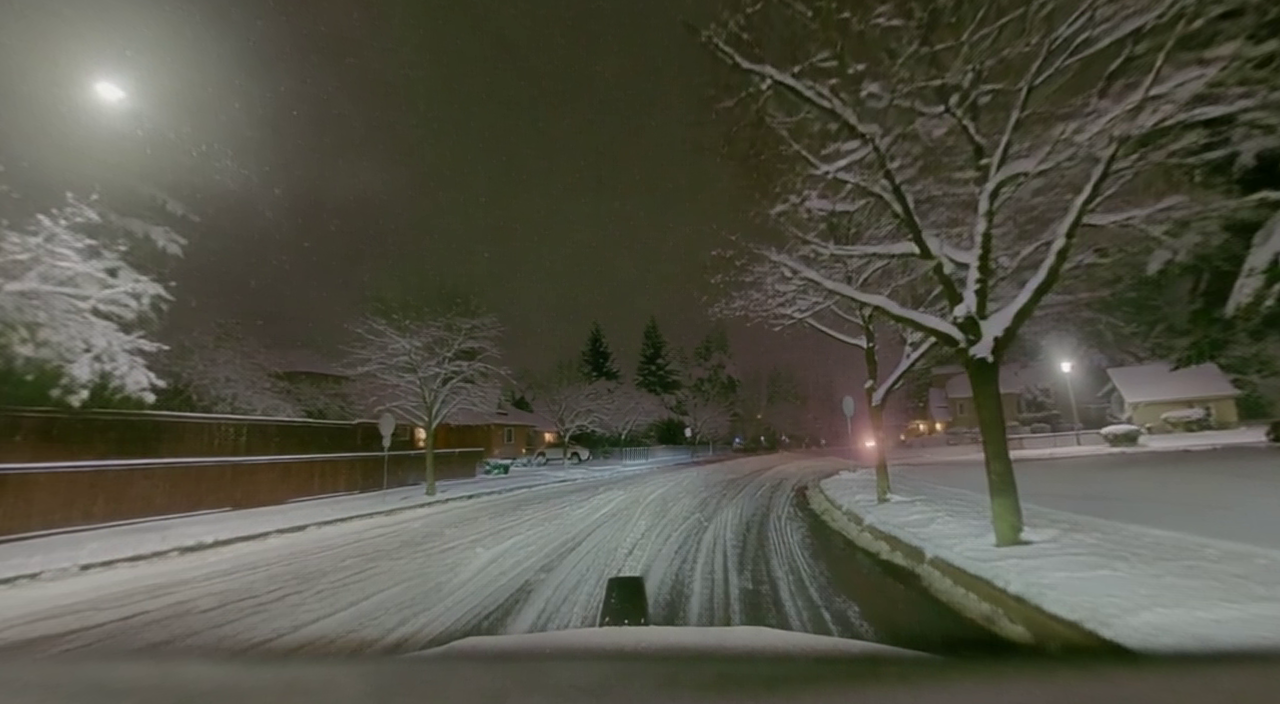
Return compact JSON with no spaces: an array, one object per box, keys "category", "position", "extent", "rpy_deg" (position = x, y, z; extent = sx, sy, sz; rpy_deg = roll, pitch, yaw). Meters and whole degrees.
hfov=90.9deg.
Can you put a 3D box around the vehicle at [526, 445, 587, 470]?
[{"category":"vehicle","position":[-5.967,7.552,45.299],"extent":[4.252,1.681,1.854],"rpy_deg":[1,-8,-6]}]
